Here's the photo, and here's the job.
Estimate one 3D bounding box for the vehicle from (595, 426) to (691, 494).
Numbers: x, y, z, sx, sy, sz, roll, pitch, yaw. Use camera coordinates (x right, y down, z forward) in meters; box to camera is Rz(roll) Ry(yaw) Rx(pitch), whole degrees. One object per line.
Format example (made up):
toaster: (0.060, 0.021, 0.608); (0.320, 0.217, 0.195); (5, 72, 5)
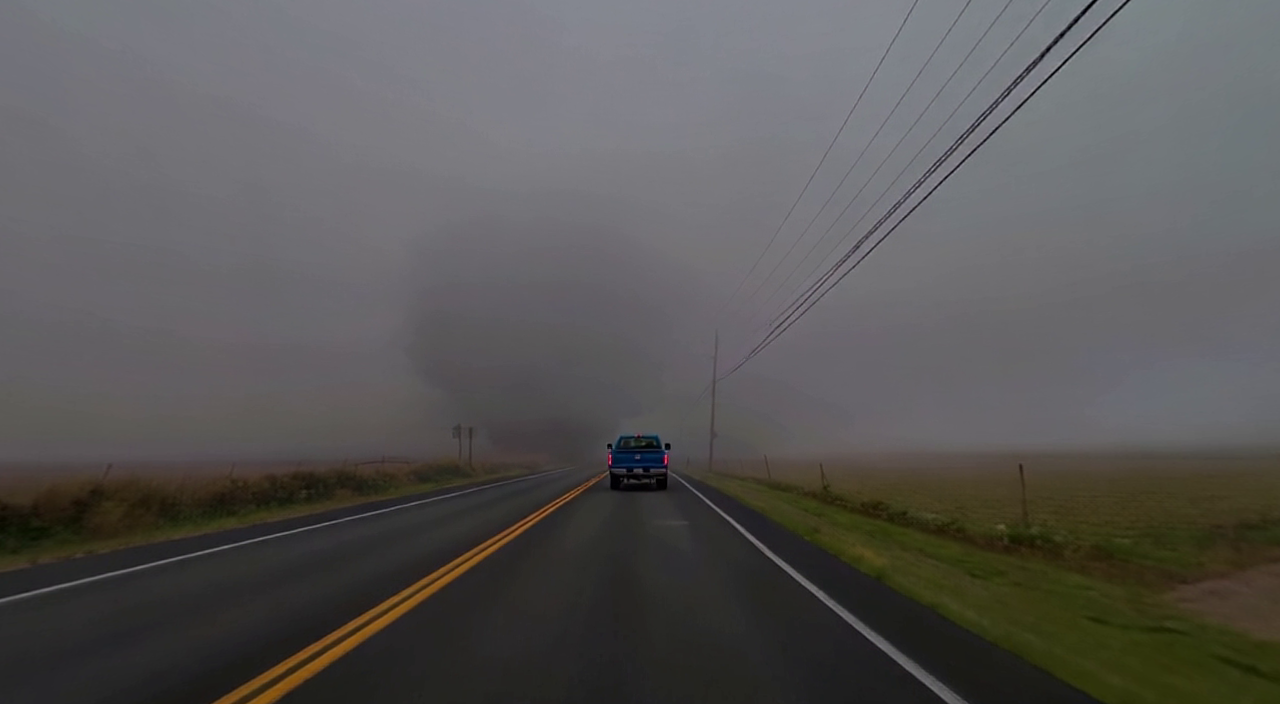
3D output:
vehicle: (0.074, 3.830, 22.950); (2.921, 2.031, 7.416); (0, -8, 0)
